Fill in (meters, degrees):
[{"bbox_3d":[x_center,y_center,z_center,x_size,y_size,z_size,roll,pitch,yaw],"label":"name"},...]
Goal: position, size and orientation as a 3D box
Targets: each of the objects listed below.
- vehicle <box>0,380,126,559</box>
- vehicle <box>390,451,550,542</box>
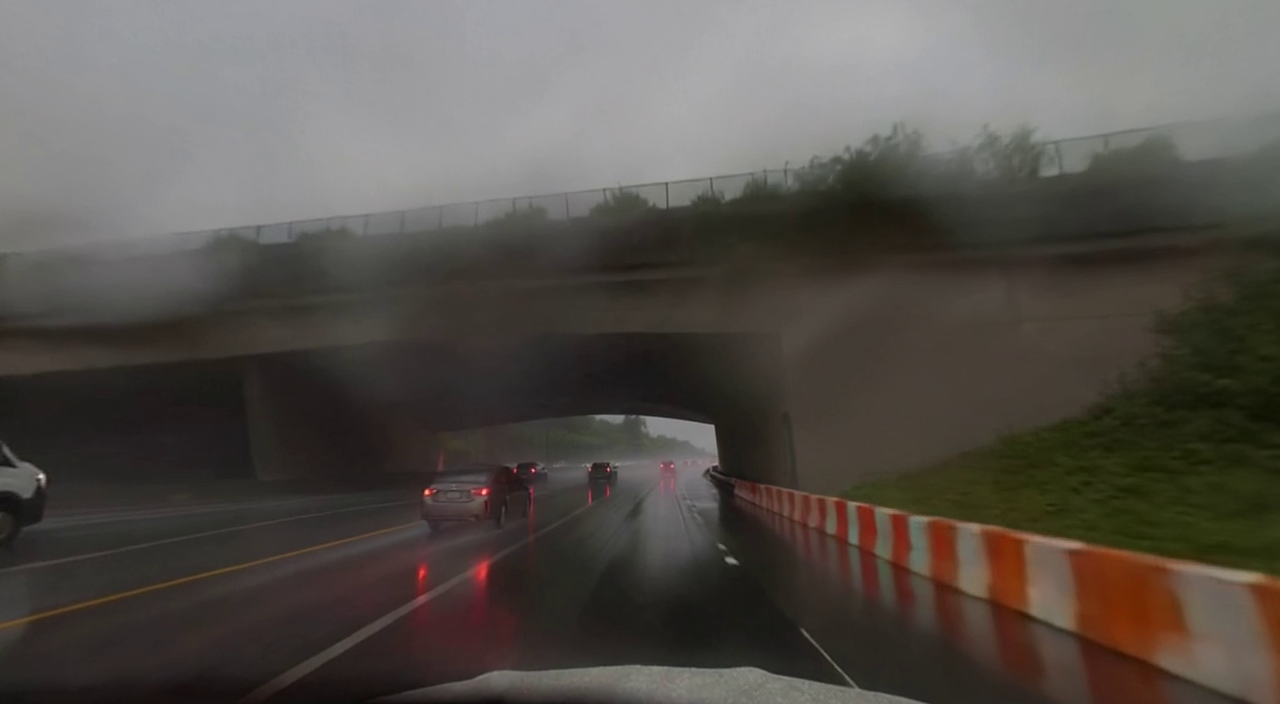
[{"bbox_3d":[-10.734,1.477,8.021,2.310,2.576,6.321,-1,-10,9],"label":"vehicle"},{"bbox_3d":[-3.128,2.771,12.474,1.992,1.466,3.690,0,-10,2],"label":"vehicle"}]
